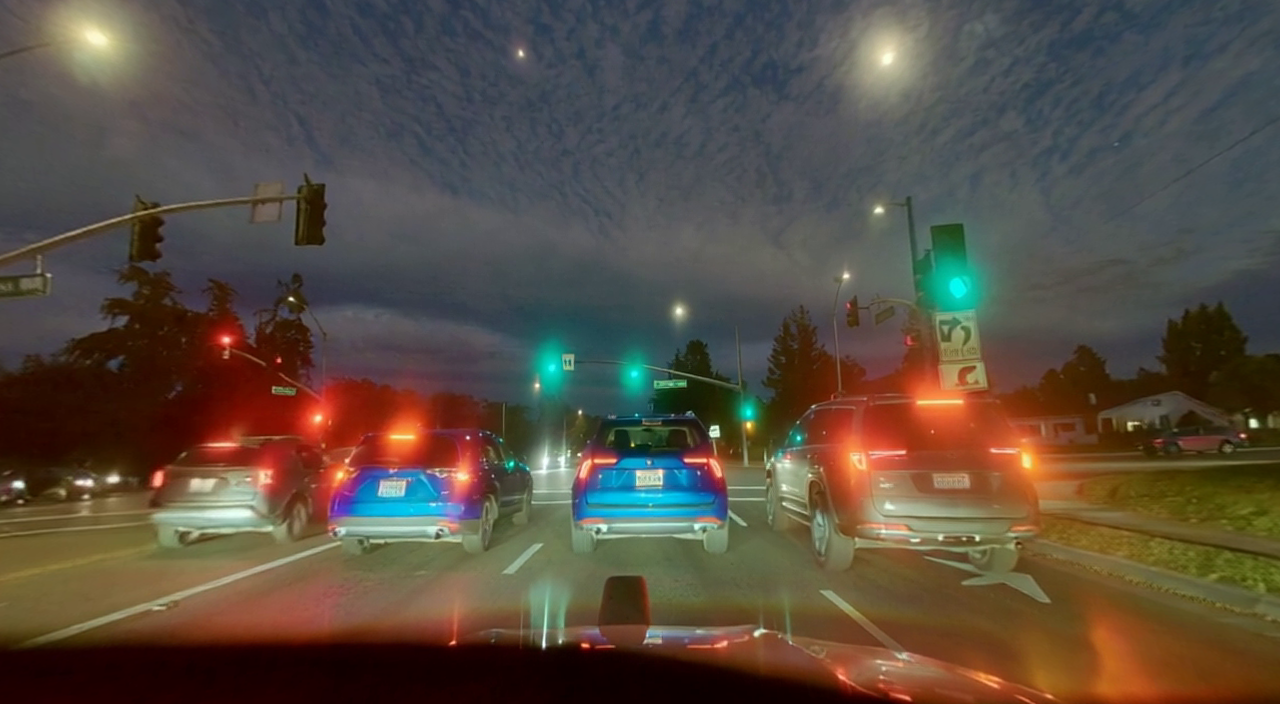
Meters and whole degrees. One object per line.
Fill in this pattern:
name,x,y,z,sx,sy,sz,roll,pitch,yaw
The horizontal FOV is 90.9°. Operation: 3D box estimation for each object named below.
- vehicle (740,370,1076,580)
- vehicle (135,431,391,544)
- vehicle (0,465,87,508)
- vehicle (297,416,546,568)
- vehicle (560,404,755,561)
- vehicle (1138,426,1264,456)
vehicle,3.098,1.628,9.142,2.338,2.063,5.672,0,-8,0
vehicle,-6.629,2.397,11.908,2.193,1.687,4.507,0,-8,-3
vehicle,-23.983,5.063,23.719,4.383,1.456,1.999,-1,-8,-1
vehicle,-2.769,1.892,9.326,2.058,1.659,4.514,0,-8,0
vehicle,0.170,1.804,9.393,2.235,1.778,4.178,0,-8,-1
vehicle,28.166,4.500,31.736,4.512,1.444,1.859,0,-8,0
